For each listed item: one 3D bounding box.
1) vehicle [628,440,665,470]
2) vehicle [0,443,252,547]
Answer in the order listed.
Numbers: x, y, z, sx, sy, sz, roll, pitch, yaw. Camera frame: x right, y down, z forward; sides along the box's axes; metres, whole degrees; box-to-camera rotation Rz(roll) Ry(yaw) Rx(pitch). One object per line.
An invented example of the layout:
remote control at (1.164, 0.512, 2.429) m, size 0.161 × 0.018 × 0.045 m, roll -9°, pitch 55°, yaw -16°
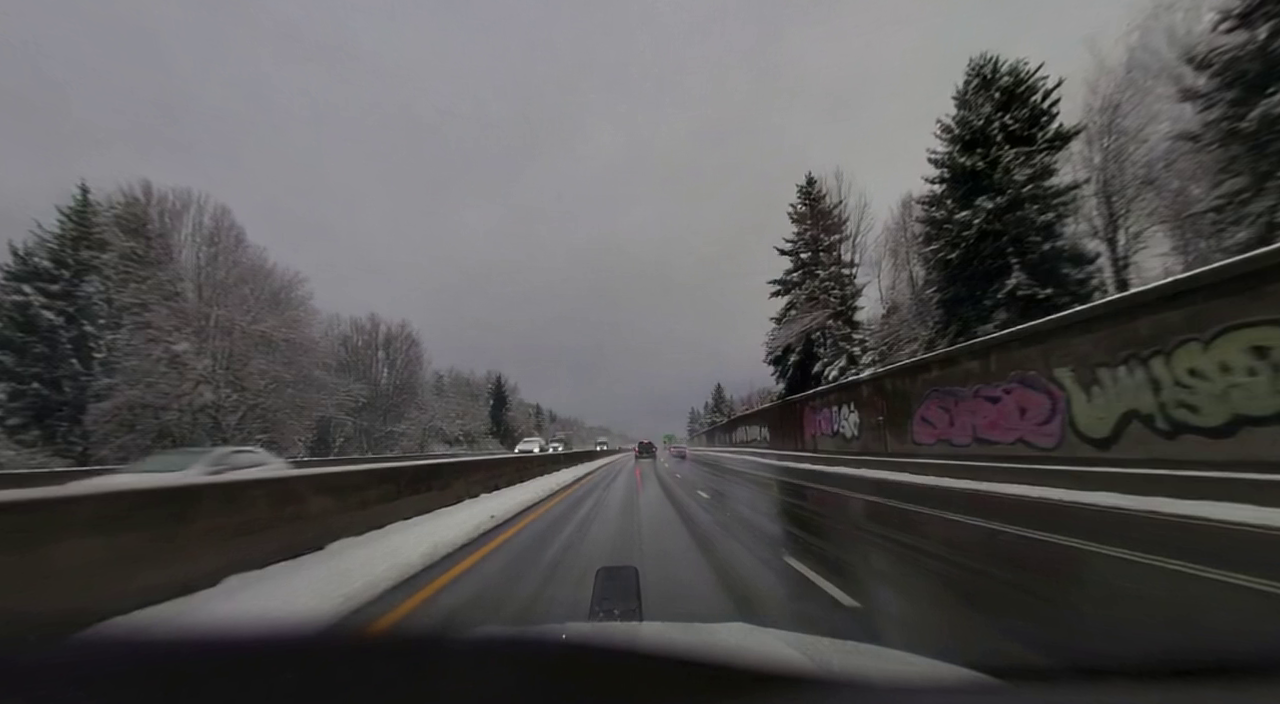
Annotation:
vehicle at (0.340, 6.124, 37.401) m, size 2.095 × 1.671 × 4.219 m, roll 0°, pitch -9°, yaw -1°
vehicle at (-9.465, 2.465, 11.480) m, size 2.087 × 1.520 × 4.147 m, roll 0°, pitch -9°, yaw -1°
